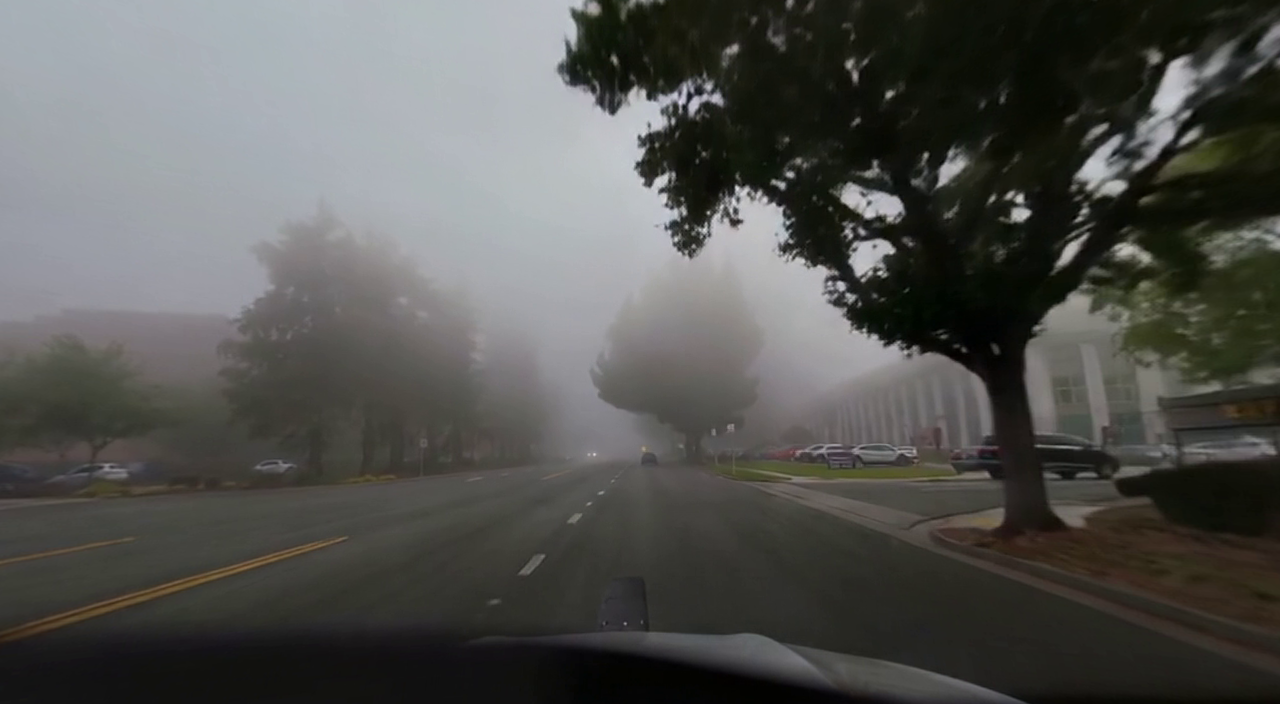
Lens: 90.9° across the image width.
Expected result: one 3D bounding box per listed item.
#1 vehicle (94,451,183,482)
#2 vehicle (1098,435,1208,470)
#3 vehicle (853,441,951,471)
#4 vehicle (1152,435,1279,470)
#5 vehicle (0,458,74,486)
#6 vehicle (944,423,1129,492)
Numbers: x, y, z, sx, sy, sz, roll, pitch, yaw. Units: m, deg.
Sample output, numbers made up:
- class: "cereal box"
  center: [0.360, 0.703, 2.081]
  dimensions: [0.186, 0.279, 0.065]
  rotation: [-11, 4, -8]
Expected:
- class: "vehicle"
  center: [-38.143, 8.683, 48.029]
  dimensions: [4.529, 2.241, 2.471]
  rotation: [-1, -9, 0]
- class: "vehicle"
  center: [26.787, 5.268, 33.138]
  dimensions: [1.968, 1.655, 4.455]
  rotation: [0, -9, -1]
- class: "vehicle"
  center: [15.172, 6.044, 36.634]
  dimensions: [4.854, 1.649, 1.886]
  rotation: [1, -9, -1]
- class: "vehicle"
  center: [29.535, 5.150, 32.561]
  dimensions: [2.070, 1.665, 4.807]
  rotation: [0, -9, -1]
- class: "vehicle"
  center: [-38.515, 7.460, 39.059]
  dimensions: [4.916, 1.542, 1.934]
  rotation: [-2, -8, -2]
- class: "vehicle"
  center: [12.501, 3.287, 20.005]
  dimensions: [4.655, 1.828, 2.223]
  rotation: [0, -8, -14]
